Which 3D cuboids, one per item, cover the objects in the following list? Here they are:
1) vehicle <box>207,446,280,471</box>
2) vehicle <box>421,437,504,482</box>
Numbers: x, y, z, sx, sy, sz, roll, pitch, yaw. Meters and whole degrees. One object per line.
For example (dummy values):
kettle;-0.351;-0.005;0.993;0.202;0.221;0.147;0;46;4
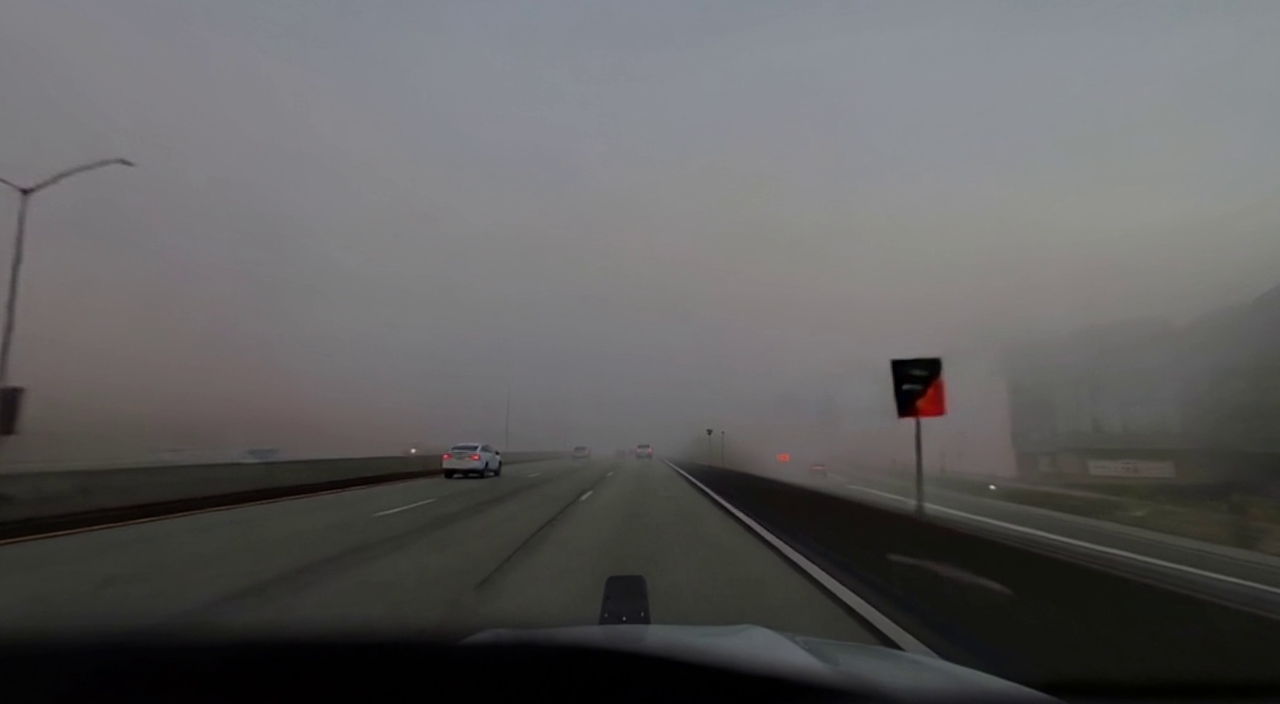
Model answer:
vehicle;-28.309;7.591;45.226;1.962;1.595;4.953;0;-8;1
vehicle;-7.167;4.371;26.040;2.088;1.678;4.426;0;-8;1
